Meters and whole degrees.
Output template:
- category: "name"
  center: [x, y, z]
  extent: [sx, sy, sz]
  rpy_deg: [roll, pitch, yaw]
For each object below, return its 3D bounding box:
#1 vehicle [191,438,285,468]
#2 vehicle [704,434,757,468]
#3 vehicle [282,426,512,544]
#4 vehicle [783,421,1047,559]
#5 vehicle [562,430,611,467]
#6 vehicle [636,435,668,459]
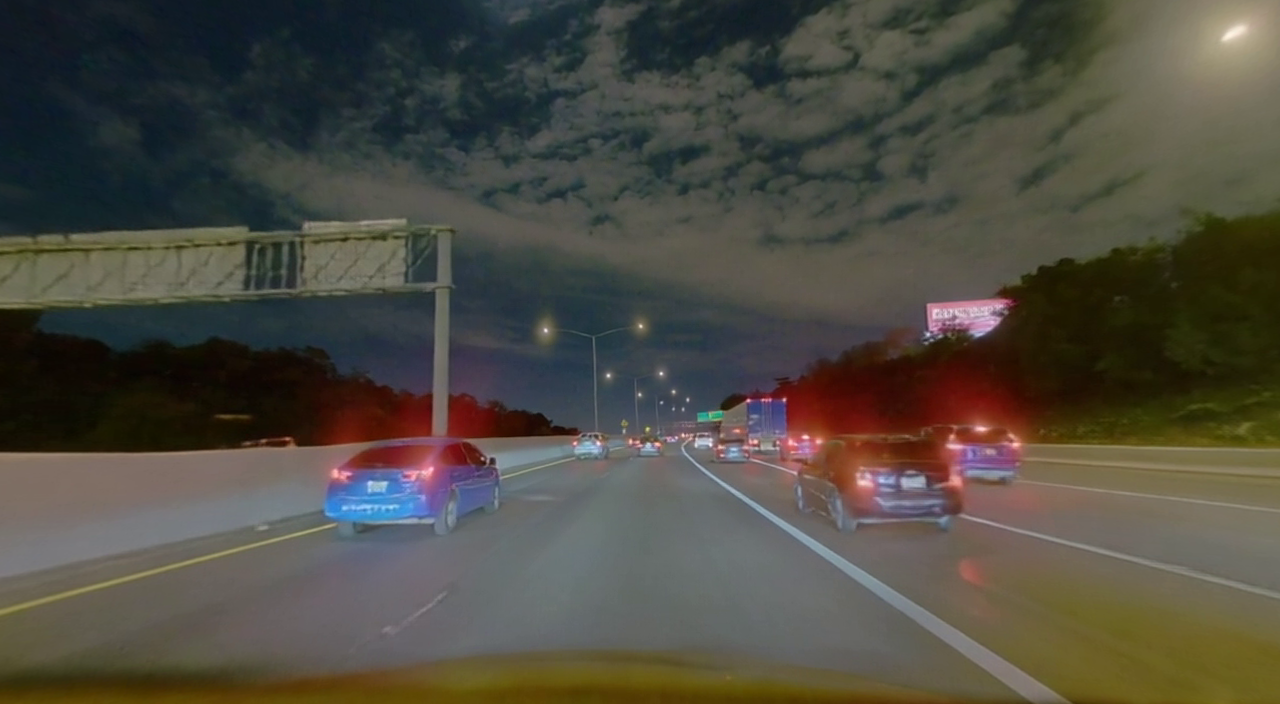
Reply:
- category: "vehicle"
  center: [-22.130, 5.599, 34.985]
  extent: [1.923, 1.509, 4.735]
  rpy_deg: [-1, -9, 2]
- category: "vehicle"
  center: [4.312, 4.800, 30.799]
  extent: [1.933, 1.503, 4.520]
  rpy_deg: [-1, -9, 0]
- category: "vehicle"
  center: [-3.556, 2.032, 10.298]
  extent: [1.914, 1.476, 4.416]
  rpy_deg: [-1, -9, 1]
- category: "vehicle"
  center: [3.507, 1.830, 9.077]
  extent: [1.933, 1.492, 4.125]
  rpy_deg: [-1, -9, 0]
- category: "vehicle"
  center: [-2.672, 4.923, 32.346]
  extent: [2.006, 1.741, 4.277]
  rpy_deg: [-1, -8, 2]
- category: "vehicle"
  center: [0.793, 6.300, 41.728]
  extent: [2.040, 1.461, 3.984]
  rpy_deg: [-1, -9, 1]
